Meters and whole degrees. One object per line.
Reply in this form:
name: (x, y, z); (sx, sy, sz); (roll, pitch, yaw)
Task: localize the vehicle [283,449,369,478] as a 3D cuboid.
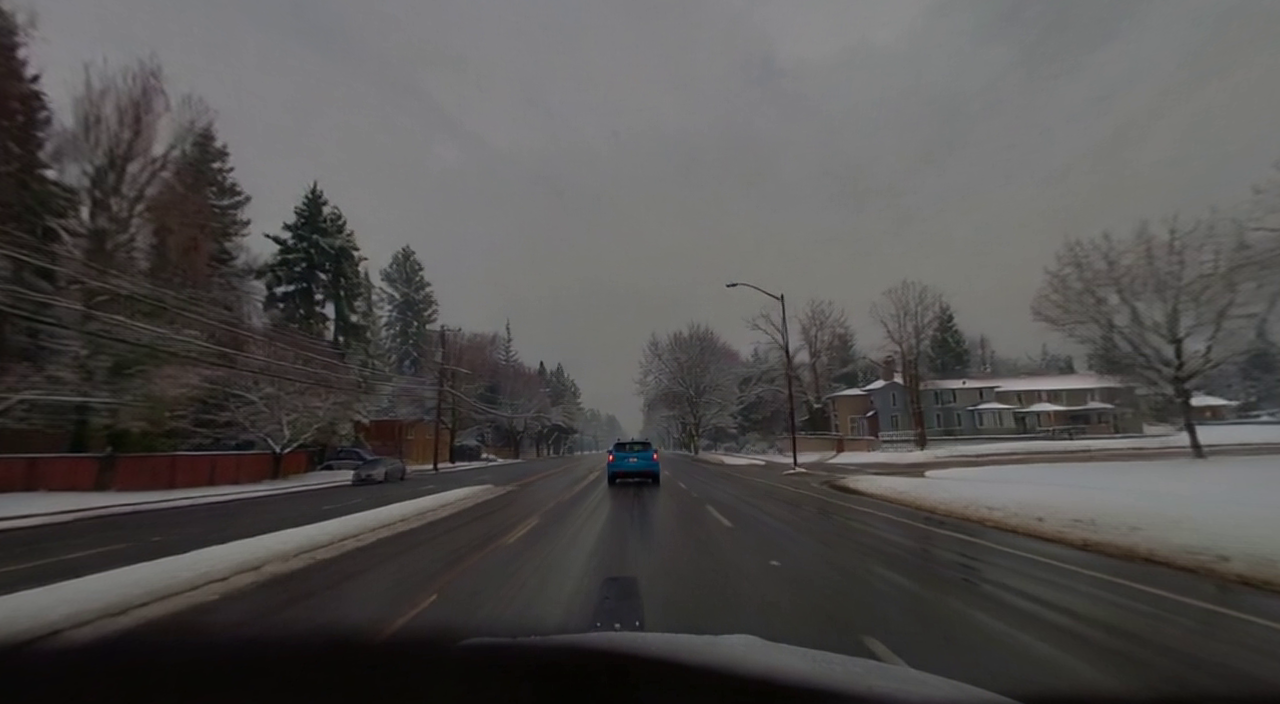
vehicle: (-21.557, 7.662, 43.569); (4.807, 1.872, 2.041); (0, -9, -2)

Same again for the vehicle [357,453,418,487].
vehicle: (-13.989, 6.520, 35.247); (1.900, 1.596, 4.142); (-3, -9, -3)

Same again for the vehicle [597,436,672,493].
vehicle: (-0.182, 3.597, 20.487); (2.181, 1.639, 4.127); (0, -9, -1)
